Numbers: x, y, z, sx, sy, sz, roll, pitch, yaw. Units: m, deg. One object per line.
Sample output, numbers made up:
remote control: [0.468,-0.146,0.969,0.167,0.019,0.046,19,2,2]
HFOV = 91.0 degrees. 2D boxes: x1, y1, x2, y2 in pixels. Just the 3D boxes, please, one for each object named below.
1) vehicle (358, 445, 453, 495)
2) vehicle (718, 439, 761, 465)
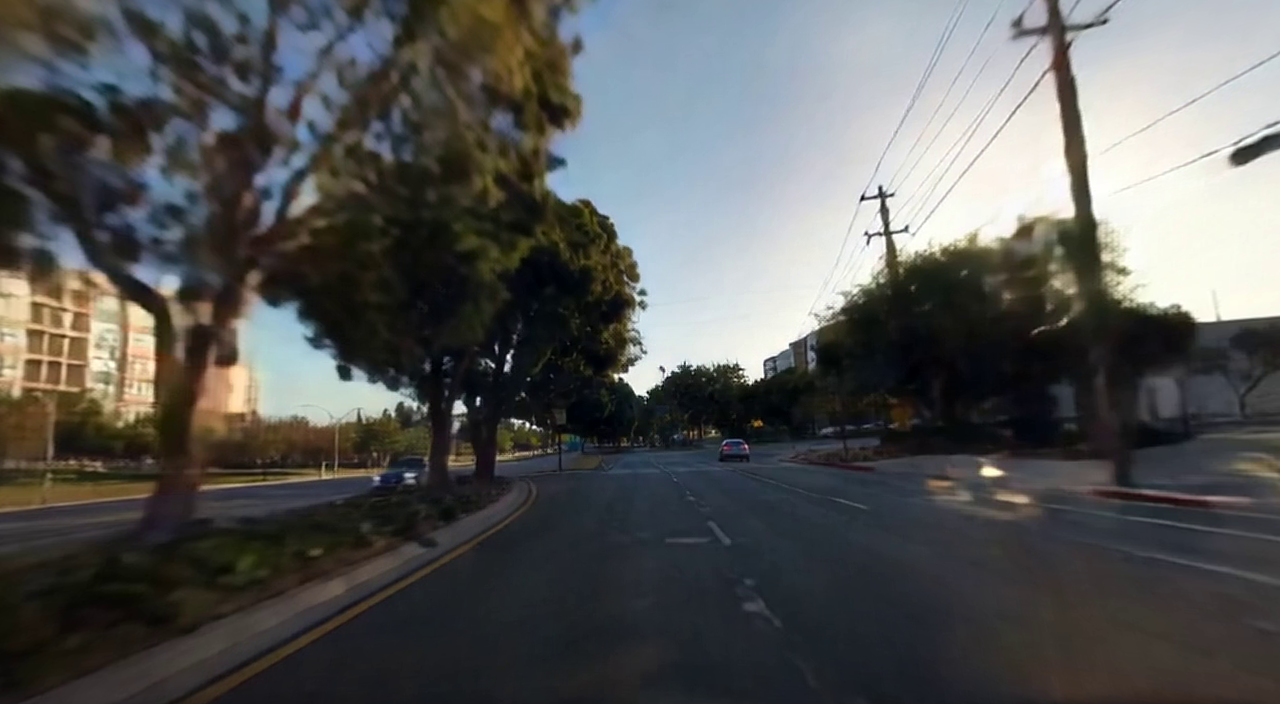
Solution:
vehicle: [-9.435,4.752,25.780,2.041,1.829,4.797,-1,-9,0]
vehicle: [5.909,5.988,37.807,1.908,1.476,3.880,0,-9,0]
